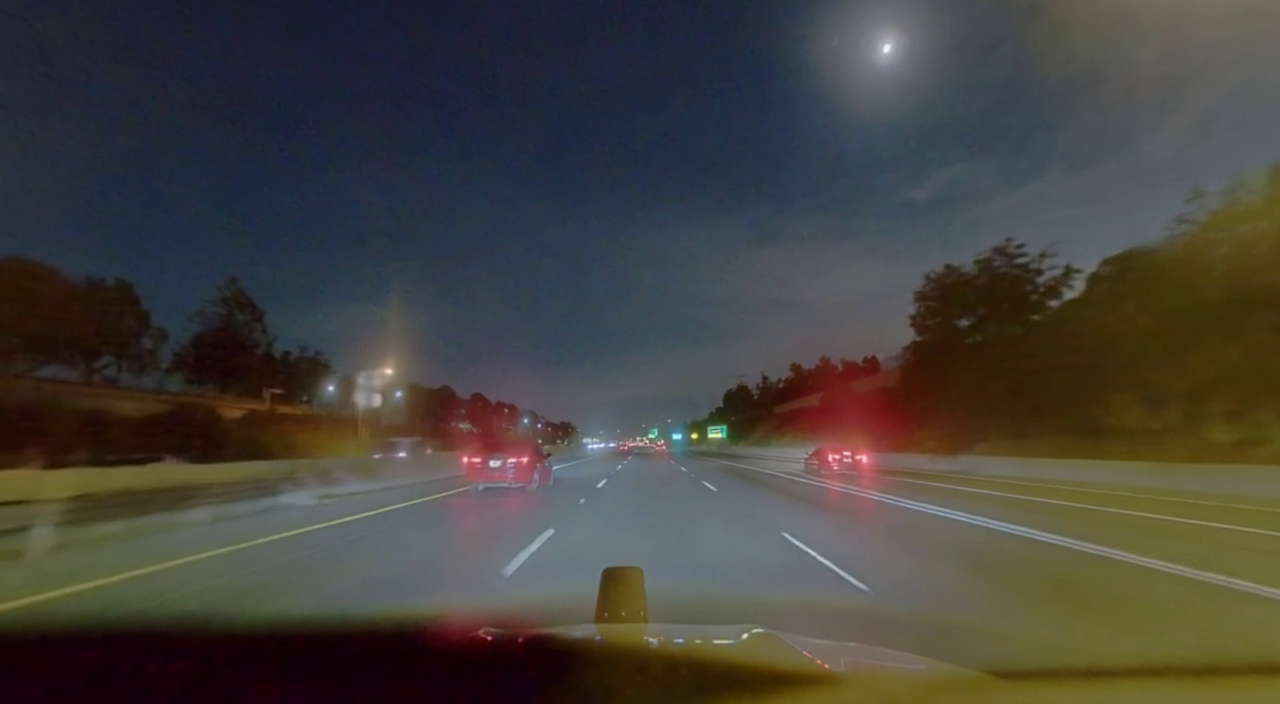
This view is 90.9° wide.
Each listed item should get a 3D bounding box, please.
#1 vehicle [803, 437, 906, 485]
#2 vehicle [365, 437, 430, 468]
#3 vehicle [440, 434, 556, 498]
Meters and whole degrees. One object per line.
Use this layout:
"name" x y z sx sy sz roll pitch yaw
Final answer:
"vehicle" 7.301 3.758 22.035 1.914 1.465 4.574 0 -8 -1
"vehicle" -17.099 7.143 44.867 2.301 2.034 5.719 0 -8 0
"vehicle" -3.761 3.133 17.734 2.085 1.533 4.861 0 -8 1
